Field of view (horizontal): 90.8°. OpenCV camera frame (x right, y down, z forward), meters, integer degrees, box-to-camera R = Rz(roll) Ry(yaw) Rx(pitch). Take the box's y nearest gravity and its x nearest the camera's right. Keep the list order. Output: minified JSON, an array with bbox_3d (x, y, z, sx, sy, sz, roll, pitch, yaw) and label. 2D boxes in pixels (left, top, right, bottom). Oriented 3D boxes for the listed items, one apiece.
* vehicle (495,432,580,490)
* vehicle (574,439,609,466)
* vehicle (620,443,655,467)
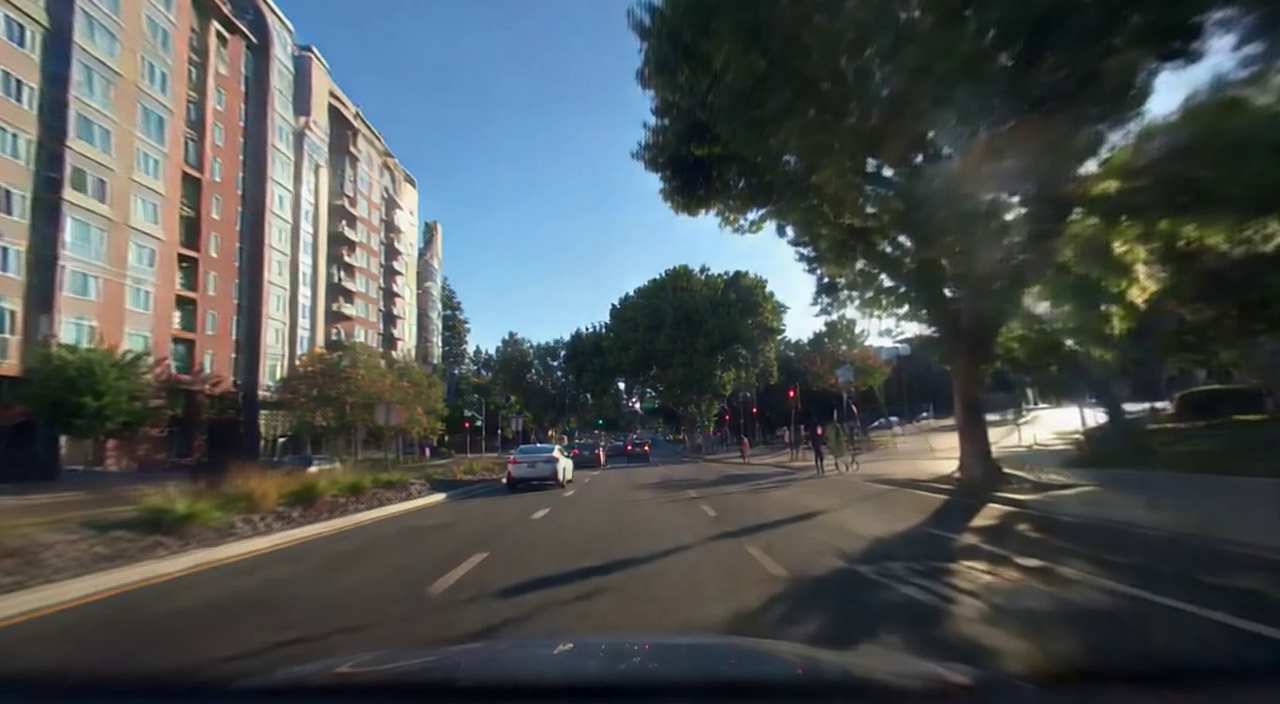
[{"bbox_3d":[-3.318,3.652,21.437,2.116,1.725,4.315,0,-9,1],"label":"vehicle"},{"bbox_3d":[-3.436,7.189,45.451,2.152,1.802,4.628,0,-9,0],"label":"vehicle"},{"bbox_3d":[-0.148,6.515,40.012,2.095,1.438,3.843,0,-9,0],"label":"vehicle"}]
